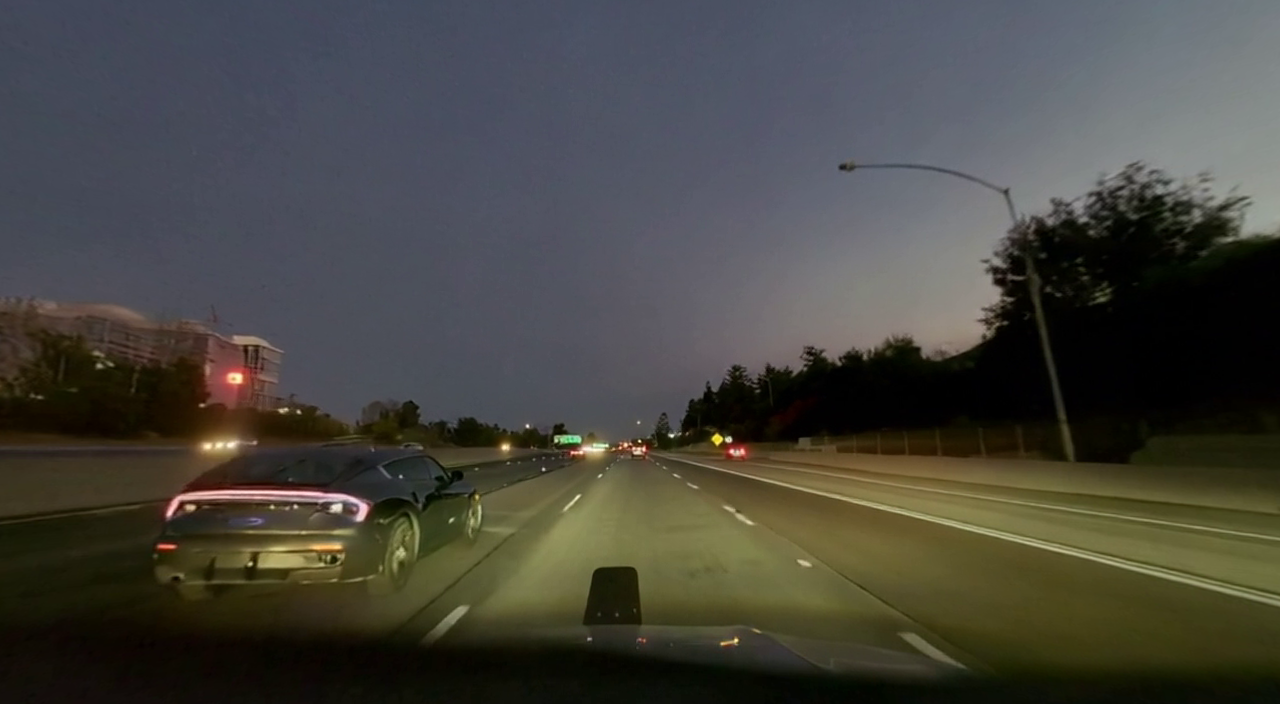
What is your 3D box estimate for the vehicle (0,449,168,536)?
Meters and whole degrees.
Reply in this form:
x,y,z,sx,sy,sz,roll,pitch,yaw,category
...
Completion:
x,y,z,sx,sy,sz,roll,pitch,yaw,category
-11.456,2.517,11.627,1.983,1.381,4.464,-1,-8,2,vehicle
